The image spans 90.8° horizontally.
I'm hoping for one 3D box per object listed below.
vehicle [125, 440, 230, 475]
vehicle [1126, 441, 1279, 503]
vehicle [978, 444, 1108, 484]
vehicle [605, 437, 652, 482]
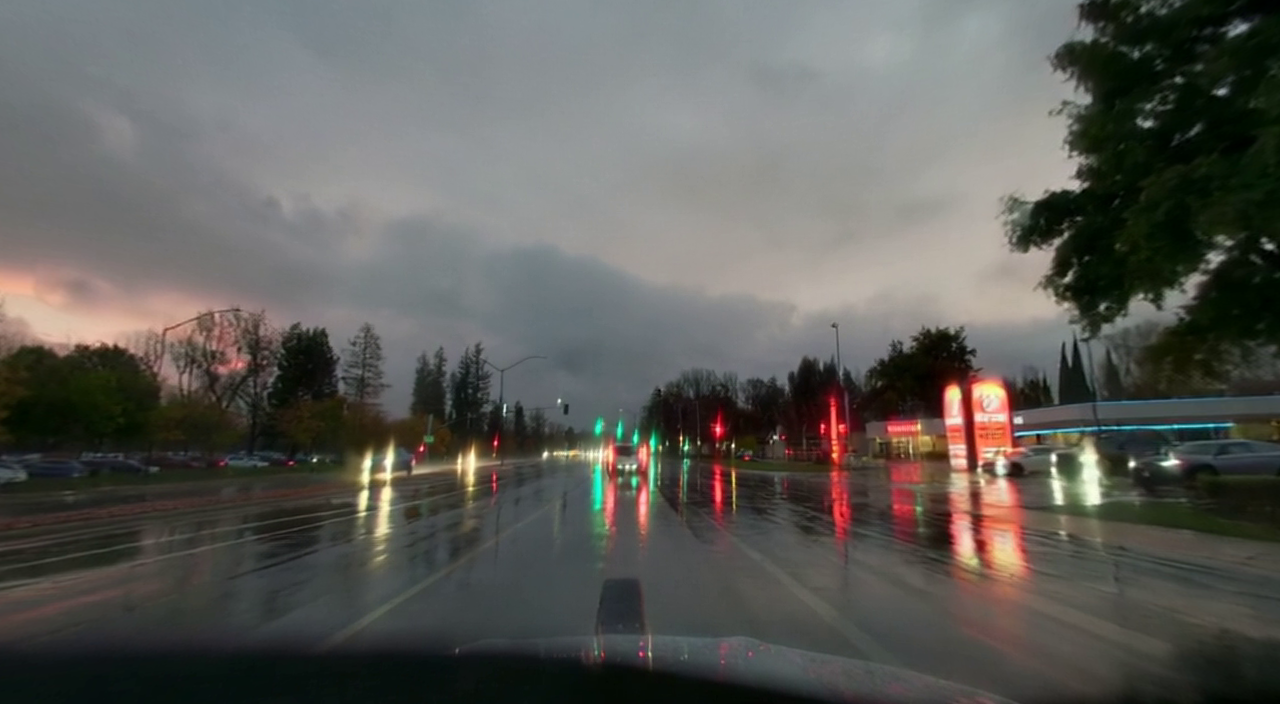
[{"bbox_3d":[-32.787,7.486,45.079,5.508,2.313,2.818,5,-9,-28],"label":"vehicle"},{"bbox_3d":[16.456,3.290,17.566,4.290,1.617,1.751,0,-9,2],"label":"vehicle"},{"bbox_3d":[16.355,4.585,25.794,4.026,1.463,1.826,-1,-10,-2],"label":"vehicle"},{"bbox_3d":[-0.519,5.074,30.013,2.096,1.961,4.259,0,-9,0],"label":"vehicle"}]
